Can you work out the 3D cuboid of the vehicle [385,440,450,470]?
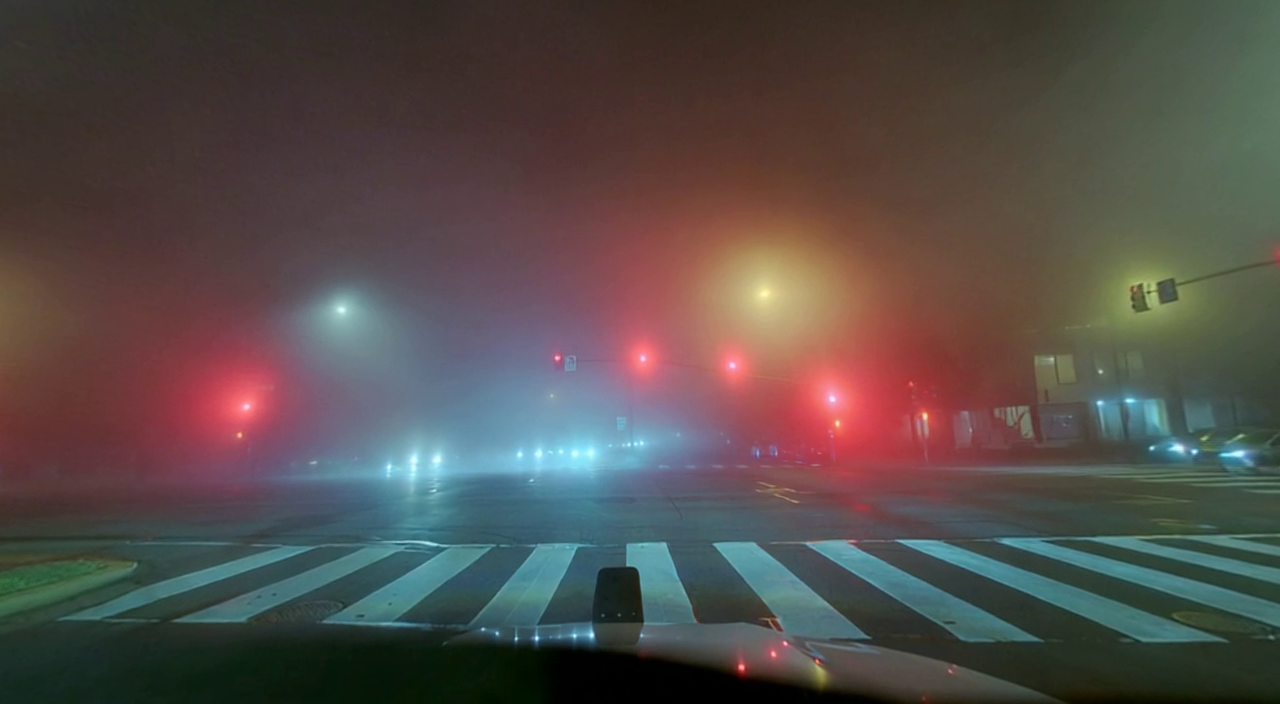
[{"bbox_3d":[-15.143,7.032,43.162,2.340,1.946,5.450,0,-9,2],"label":"vehicle"}]

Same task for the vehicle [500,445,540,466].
[{"bbox_3d":[-8.091,7.001,42.609,1.910,1.321,3.692,0,-9,2],"label":"vehicle"}]

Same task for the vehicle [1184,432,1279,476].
[{"bbox_3d":[22.318,3.581,22.237,4.474,1.477,1.908,0,-9,-2],"label":"vehicle"}]

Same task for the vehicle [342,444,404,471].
[{"bbox_3d":[-18.563,7.347,44.005,2.237,1.801,4.541,0,-9,1],"label":"vehicle"}]

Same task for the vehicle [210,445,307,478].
[{"bbox_3d":[-22.974,6.563,38.150,2.032,1.839,4.884,-3,-9,15],"label":"vehicle"}]

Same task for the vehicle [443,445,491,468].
[{"bbox_3d":[-11.634,7.079,42.693,1.911,1.476,4.297,-1,-9,2],"label":"vehicle"}]

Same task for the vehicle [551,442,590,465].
[{"bbox_3d":[-4.534,6.710,41.674,1.954,1.431,4.050,0,-9,2],"label":"vehicle"}]
